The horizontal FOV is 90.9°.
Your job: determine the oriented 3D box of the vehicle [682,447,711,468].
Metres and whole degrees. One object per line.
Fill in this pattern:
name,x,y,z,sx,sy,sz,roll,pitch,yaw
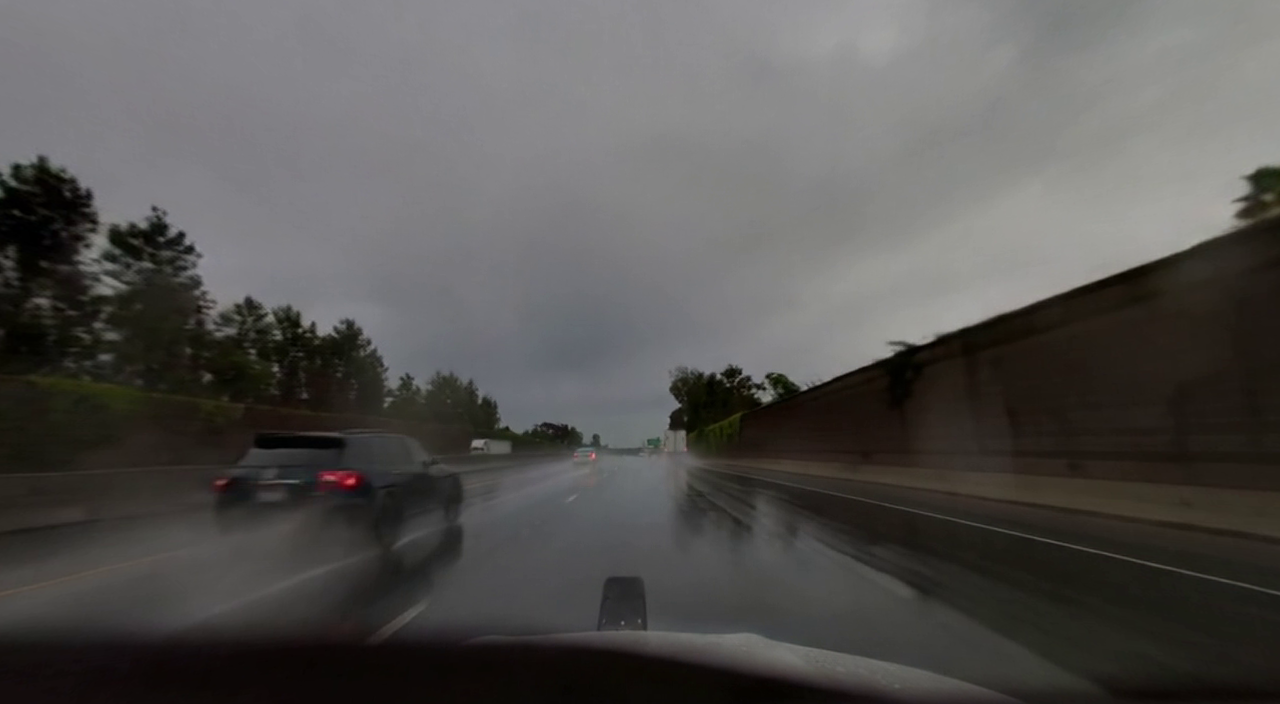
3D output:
vehicle,4.354,8.212,49.281,1.873,1.529,3.953,0,-9,0

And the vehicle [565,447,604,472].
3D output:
vehicle,-3.713,7.241,42.735,2.129,1.559,5.272,0,-9,0

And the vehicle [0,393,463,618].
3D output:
vehicle,-3.982,1.573,7.516,2.138,1.720,5.186,0,-9,1
